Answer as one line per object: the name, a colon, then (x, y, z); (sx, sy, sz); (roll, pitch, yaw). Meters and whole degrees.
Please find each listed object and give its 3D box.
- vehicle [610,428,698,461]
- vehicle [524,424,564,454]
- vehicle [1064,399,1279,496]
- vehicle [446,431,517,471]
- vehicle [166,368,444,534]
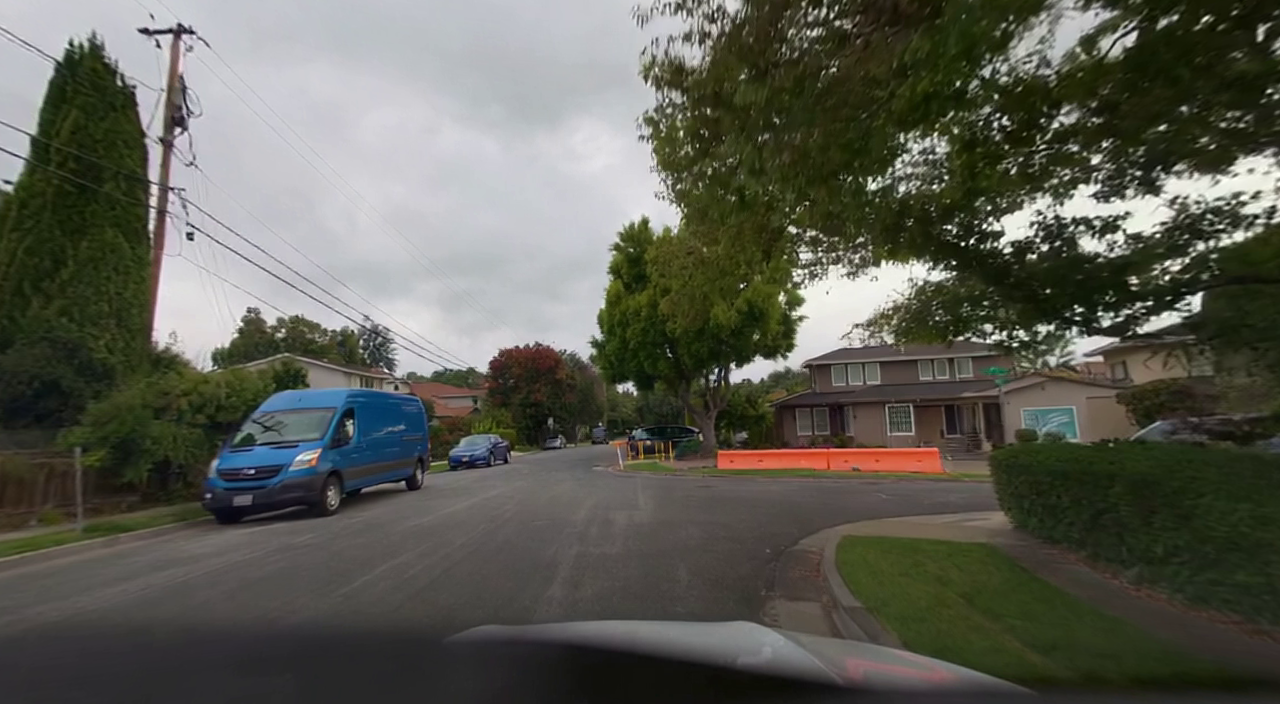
vehicle: (0.722, 4.431, 30.378); (4.070, 1.436, 1.827); (6, -10, -40)
vehicle: (-6.566, 6.014, 43.608); (2.042, 1.937, 4.960); (0, -8, 0)
vehicle: (12.460, 2.117, 14.168); (4.624, 1.924, 2.005); (-5, -9, 31)
vehicle: (-6.549, 4.125, 26.519); (1.899, 1.524, 4.082); (0, -8, 0)
vehicle: (-6.384, 1.918, 13.470); (2.284, 2.500, 7.006); (-2, -6, -1)
